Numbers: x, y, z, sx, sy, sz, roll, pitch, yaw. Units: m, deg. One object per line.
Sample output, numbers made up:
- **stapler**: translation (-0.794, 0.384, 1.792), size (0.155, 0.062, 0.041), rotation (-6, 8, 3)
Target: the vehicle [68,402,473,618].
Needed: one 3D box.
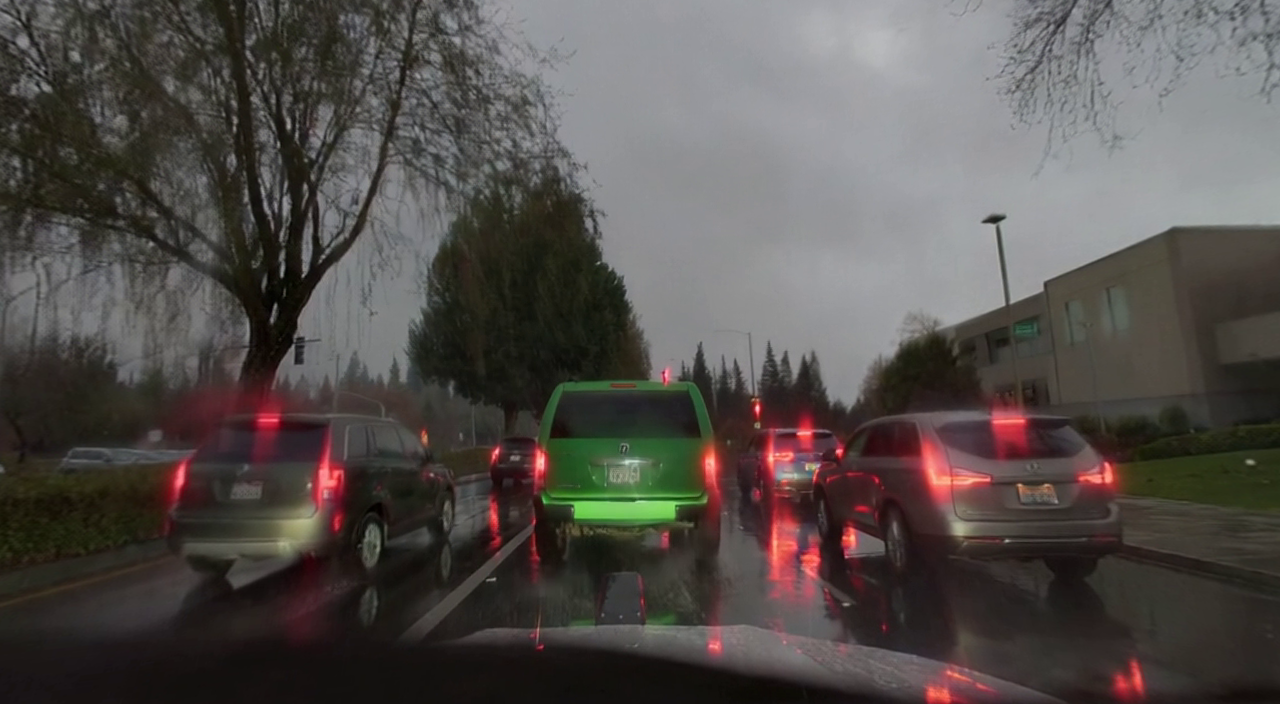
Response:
- **vehicle**: translation (-3.371, 1.507, 6.927), size (1.961, 1.639, 4.064), rotation (0, -9, 0)

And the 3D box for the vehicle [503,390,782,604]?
- **vehicle**: translation (-0.001, 1.487, 7.240), size (2.294, 1.761, 3.857), rotation (0, -9, -1)

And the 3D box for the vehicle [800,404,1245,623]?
- **vehicle**: translation (3.474, 1.553, 7.037), size (2.202, 1.657, 4.298), rotation (0, -9, -1)
